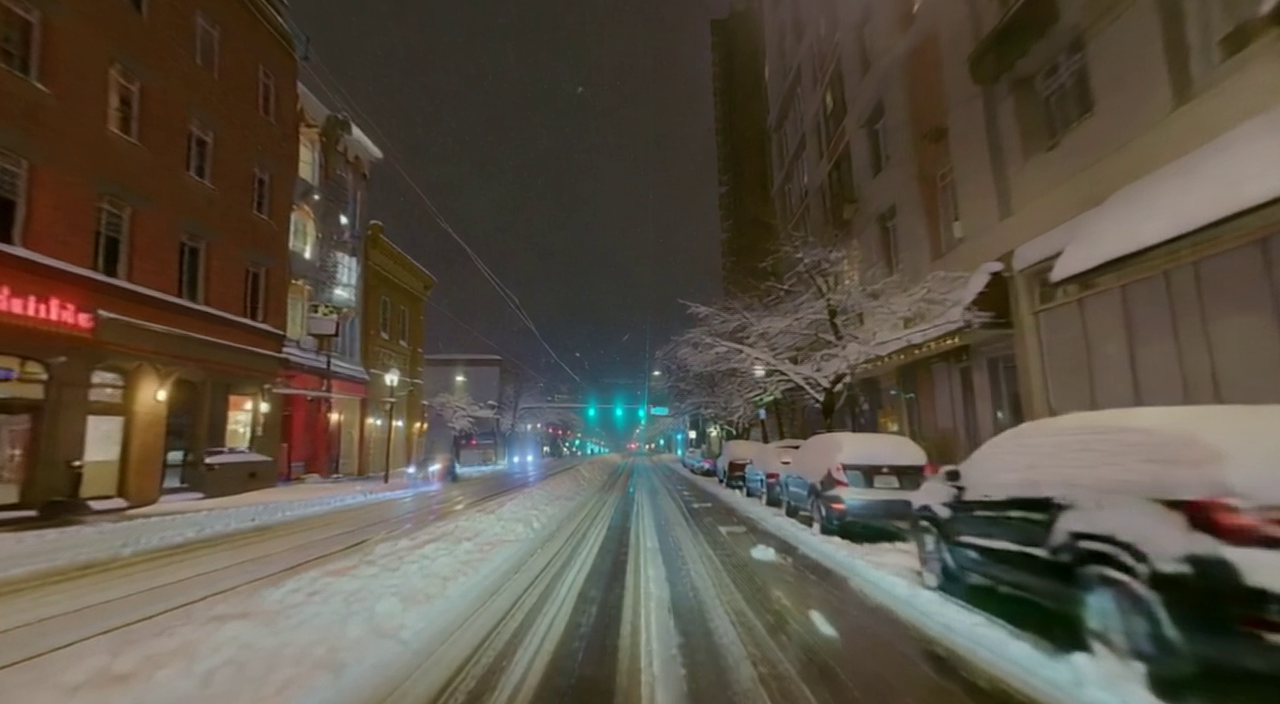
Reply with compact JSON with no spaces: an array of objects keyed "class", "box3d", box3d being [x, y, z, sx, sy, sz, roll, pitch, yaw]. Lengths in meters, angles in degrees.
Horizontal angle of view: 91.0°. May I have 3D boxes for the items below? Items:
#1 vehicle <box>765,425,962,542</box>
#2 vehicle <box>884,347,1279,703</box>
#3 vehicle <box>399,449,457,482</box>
[{"class":"vehicle","box3d":[3.522,2.136,10.873,1.903,1.596,4.144,-1,-8,1]},{"class":"vehicle","box3d":[3.638,1.107,4.594,1.941,1.671,4.264,-1,-8,0]},{"class":"vehicle","box3d":[-10.185,5.438,30.452,1.877,1.430,3.712,1,-8,-7]}]
